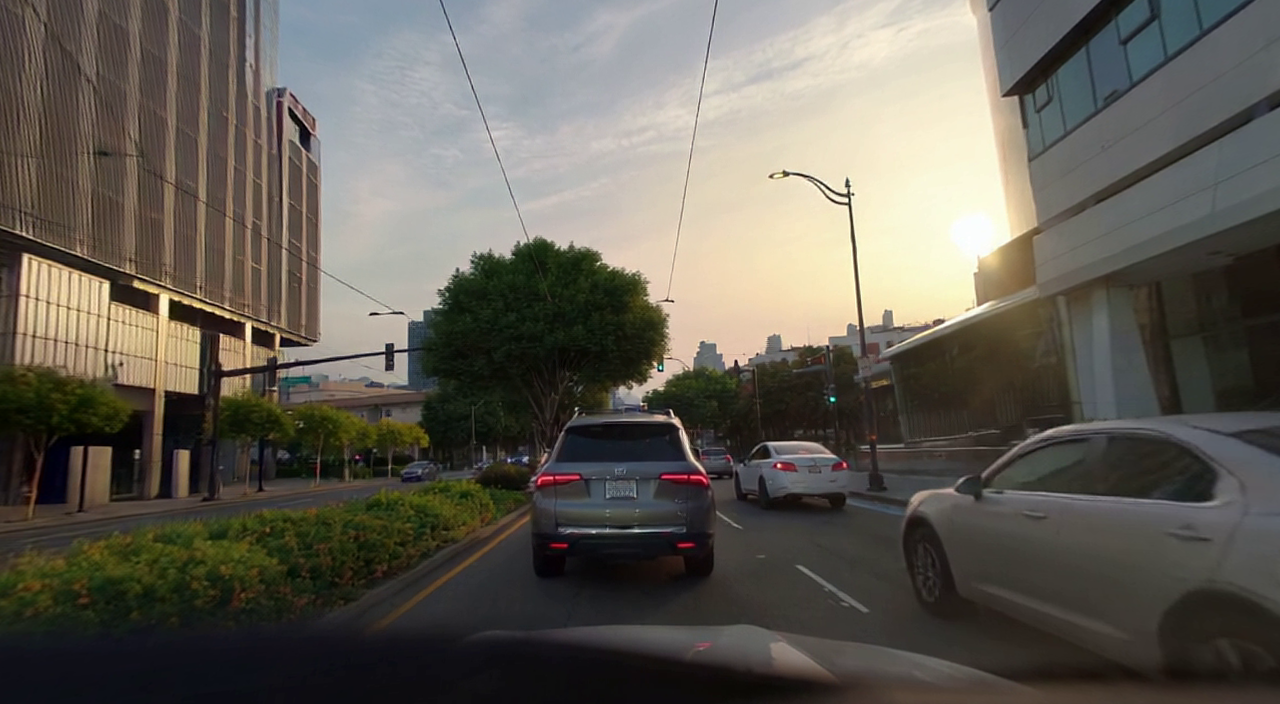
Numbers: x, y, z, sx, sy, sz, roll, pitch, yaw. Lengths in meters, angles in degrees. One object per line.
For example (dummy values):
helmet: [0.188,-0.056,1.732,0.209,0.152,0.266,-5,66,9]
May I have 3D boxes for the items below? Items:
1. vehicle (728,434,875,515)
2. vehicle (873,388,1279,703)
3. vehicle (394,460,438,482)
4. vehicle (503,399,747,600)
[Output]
vehicle: [3.506,2.751,14.667,2.128,1.582,4.188,0,-8,-2]
vehicle: [3.137,1.064,3.452,1.993,1.480,4.324,0,-8,-1]
vehicle: [-16.212,8.585,45.896,1.798,1.409,4.239,0,-8,-2]
vehicle: [-0.198,1.629,7.863,2.178,1.779,4.255,0,-8,-2]
